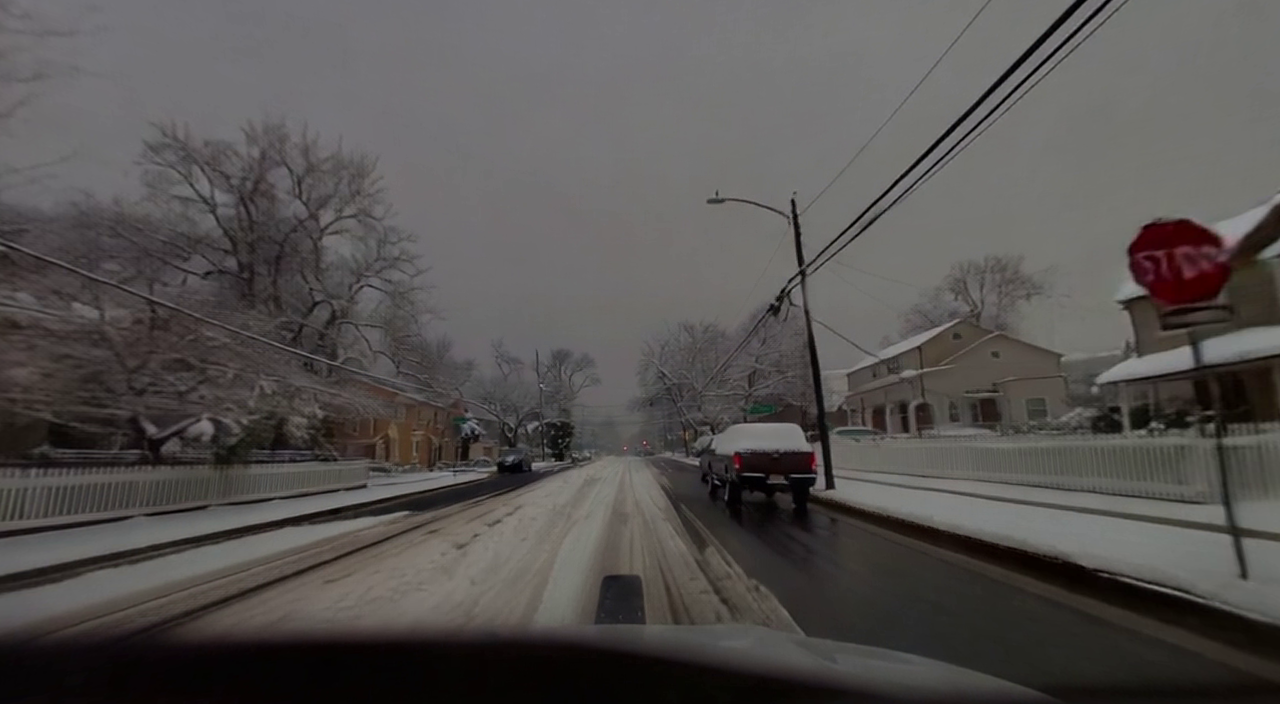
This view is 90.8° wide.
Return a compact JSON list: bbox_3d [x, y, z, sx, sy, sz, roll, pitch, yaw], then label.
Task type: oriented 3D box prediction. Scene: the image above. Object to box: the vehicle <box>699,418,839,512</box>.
[{"bbox_3d":[2.703,2.528,14.559,2.126,1.795,4.751,0,-9,-1],"label":"vehicle"}]
